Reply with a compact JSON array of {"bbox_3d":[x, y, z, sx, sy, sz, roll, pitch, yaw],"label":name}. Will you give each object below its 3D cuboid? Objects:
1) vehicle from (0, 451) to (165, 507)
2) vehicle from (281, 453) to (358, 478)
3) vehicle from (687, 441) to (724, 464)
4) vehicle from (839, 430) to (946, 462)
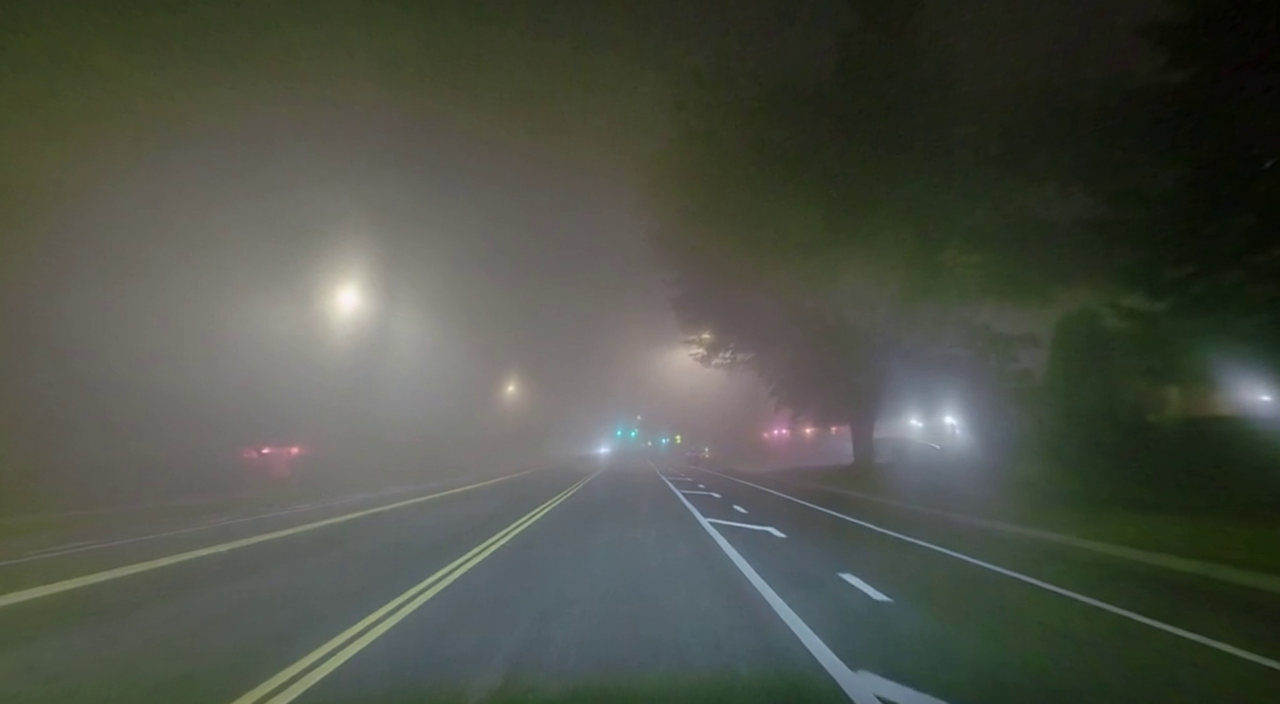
[{"bbox_3d":[-20.995,4.743,24.121,2.128,1.839,4.830,1,-9,-4],"label":"vehicle"},{"bbox_3d":[-23.421,8.300,46.274,4.466,1.773,2.063,0,-8,-2],"label":"vehicle"},{"bbox_3d":[4.714,7.320,46.224,1.995,1.553,4.628,0,-8,-3],"label":"vehicle"},{"bbox_3d":[13.198,4.948,33.221,4.710,1.612,1.999,0,-8,-2],"label":"vehicle"}]
